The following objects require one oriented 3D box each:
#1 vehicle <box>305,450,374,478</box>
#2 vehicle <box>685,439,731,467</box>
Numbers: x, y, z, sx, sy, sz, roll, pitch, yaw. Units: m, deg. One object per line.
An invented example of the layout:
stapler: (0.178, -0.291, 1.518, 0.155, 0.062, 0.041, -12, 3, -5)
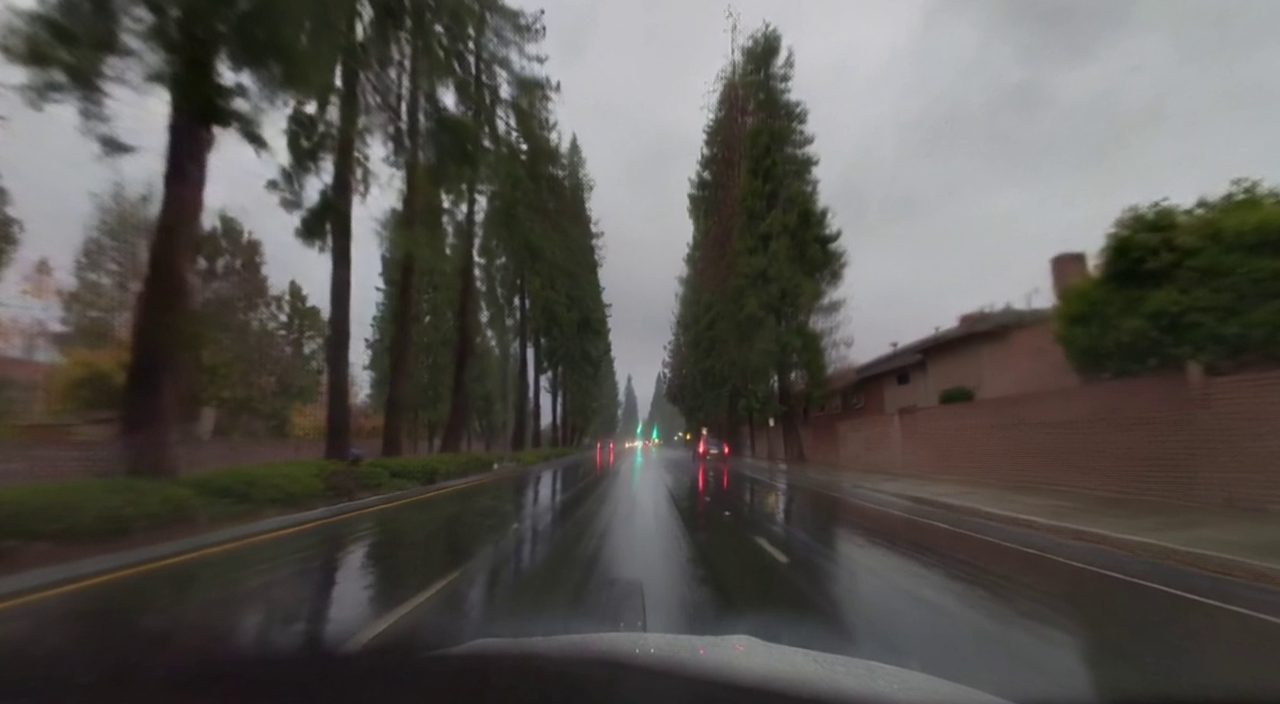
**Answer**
vehicle: (-21.065, 7.853, 44.398, 2.238, 1.778, 5.115, 0, -8, 1)
vehicle: (4.075, 6.139, 38.503, 2.237, 1.578, 4.621, 0, -8, -1)
